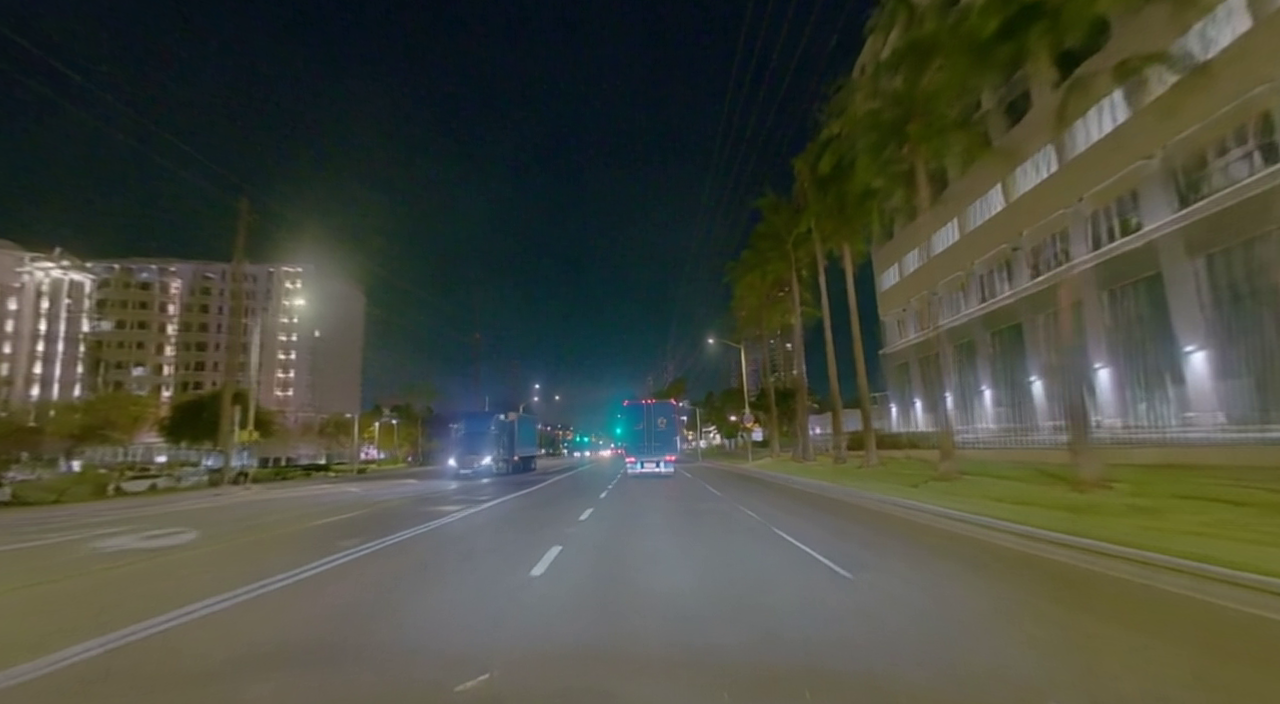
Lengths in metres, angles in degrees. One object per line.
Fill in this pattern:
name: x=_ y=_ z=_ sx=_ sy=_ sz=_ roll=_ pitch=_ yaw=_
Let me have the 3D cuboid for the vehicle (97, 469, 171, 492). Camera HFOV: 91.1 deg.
vehicle: x=-35.193 y=8.931 z=43.726 sx=3.645 sy=1.436 sz=1.673 roll=0 pitch=-9 yaw=1

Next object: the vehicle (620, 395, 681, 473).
vehicle: x=0.345 y=5.027 z=37.822 sx=2.992 sy=3.949 sz=11.815 roll=0 pitch=-9 yaw=-2
